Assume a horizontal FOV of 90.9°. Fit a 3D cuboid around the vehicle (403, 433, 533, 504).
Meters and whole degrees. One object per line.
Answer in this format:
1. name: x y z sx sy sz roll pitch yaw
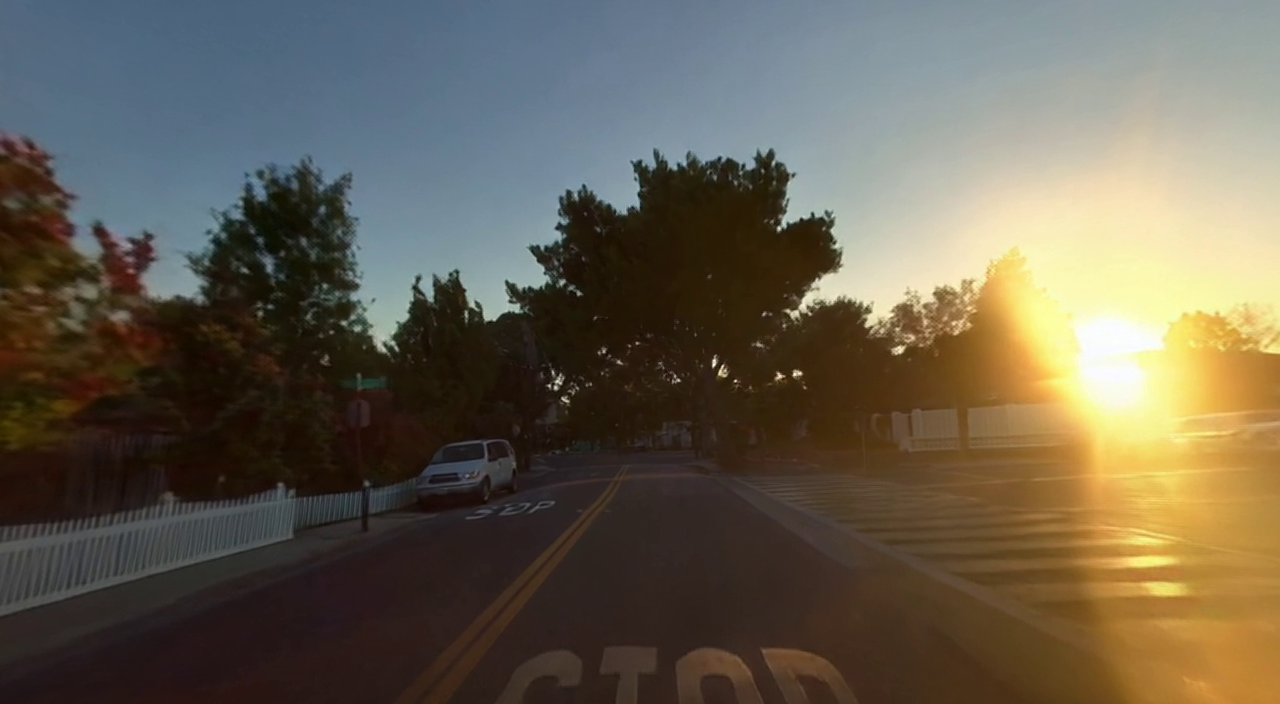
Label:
1. vehicle: -5.324 3.656 20.646 2.308 1.899 6.107 -2 -8 3
